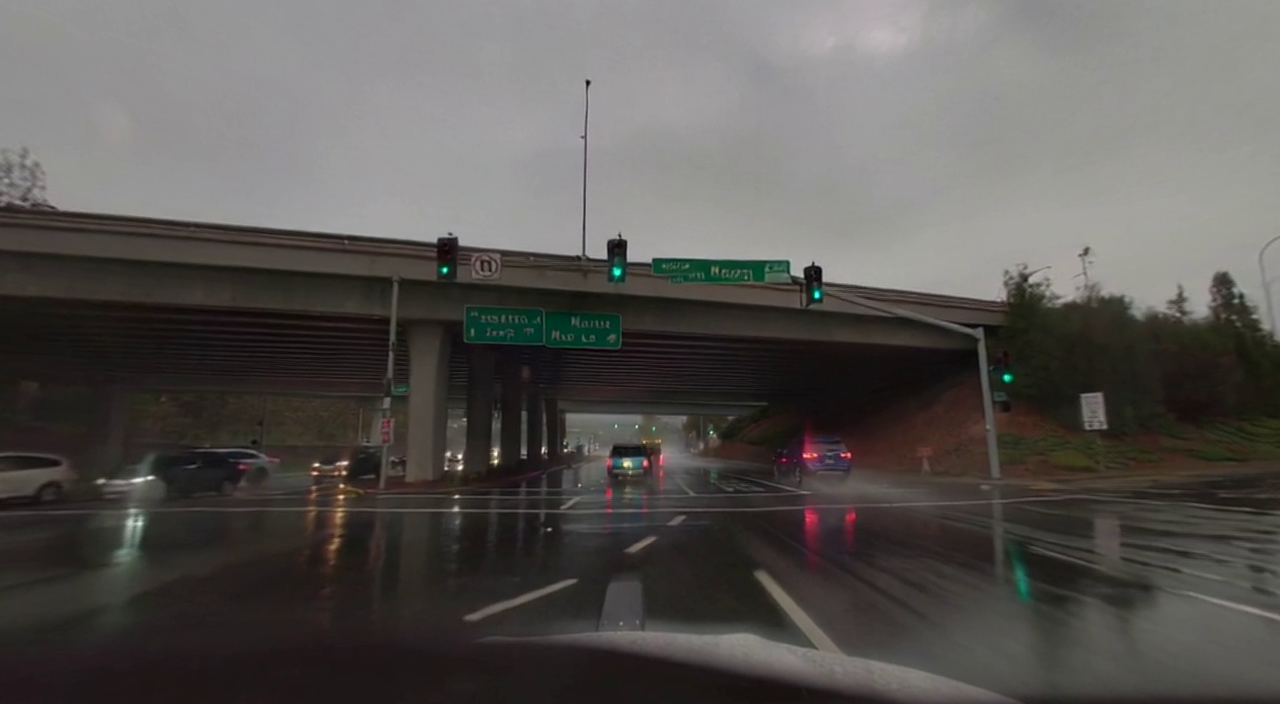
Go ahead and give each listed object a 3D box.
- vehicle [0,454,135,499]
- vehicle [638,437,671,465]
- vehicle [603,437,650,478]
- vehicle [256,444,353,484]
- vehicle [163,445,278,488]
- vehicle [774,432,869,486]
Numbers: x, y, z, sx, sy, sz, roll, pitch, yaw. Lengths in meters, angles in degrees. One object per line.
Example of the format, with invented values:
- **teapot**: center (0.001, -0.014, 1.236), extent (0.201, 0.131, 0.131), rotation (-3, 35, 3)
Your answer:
- **vehicle**: center (-23.403, 4.994, 25.705), extent (1.849, 1.539, 4.665), rotation (0, -8, -1)
- **vehicle**: center (1.128, 7.406, 47.461), extent (2.342, 2.026, 4.642), rotation (-1, -8, 3)
- **vehicle**: center (-0.559, 4.989, 30.215), extent (2.060, 1.768, 4.681), rotation (0, -8, 1)
- **vehicle**: center (-16.374, 5.460, 31.204), extent (2.132, 1.664, 4.720), rotation (-2, -8, 2)
- **vehicle**: center (-19.240, 5.214, 29.324), extent (1.990, 1.789, 4.973), rotation (0, -8, -2)
- **vehicle**: center (6.491, 3.869, 23.204), extent (2.074, 1.785, 4.320), rotation (0, -8, -2)
